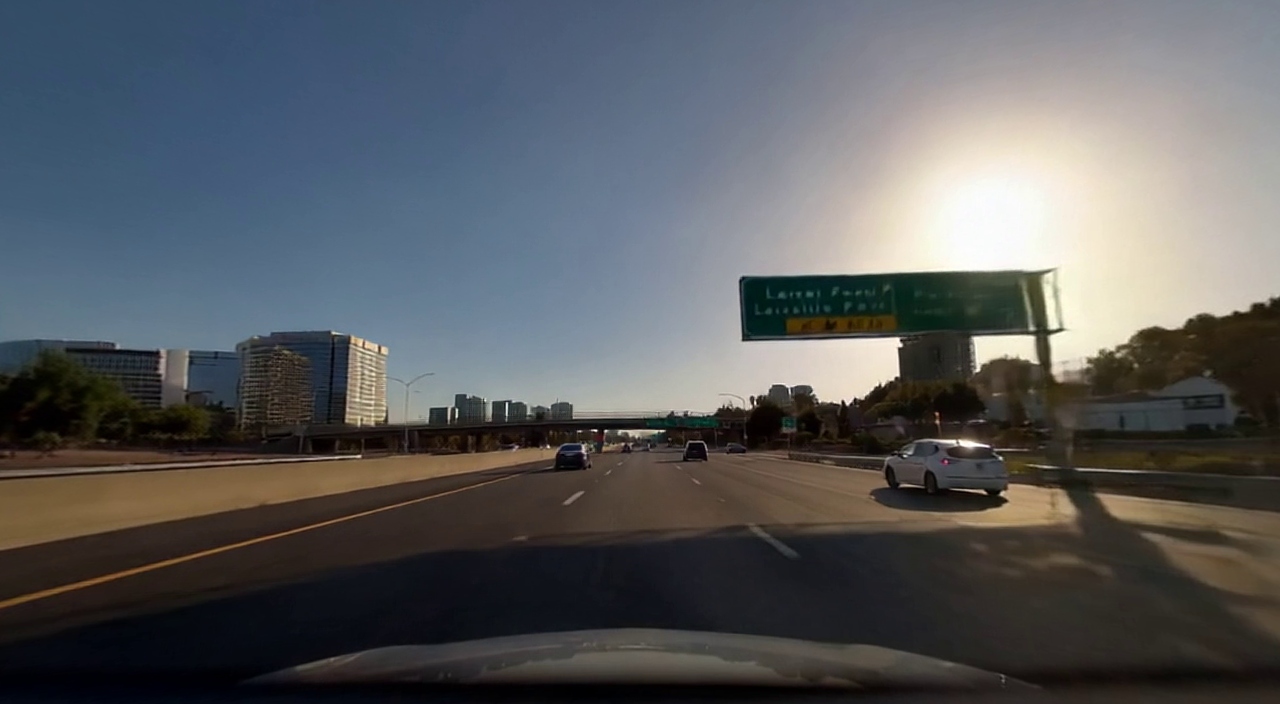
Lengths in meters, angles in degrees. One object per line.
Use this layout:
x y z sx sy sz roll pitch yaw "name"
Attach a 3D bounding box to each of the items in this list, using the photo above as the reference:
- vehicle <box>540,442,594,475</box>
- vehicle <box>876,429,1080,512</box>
-3.616 5.391 31.931 2.055 1.533 4.604 0 -8 2 "vehicle"
7.482 2.663 14.648 2.032 1.601 4.863 0 -9 0 "vehicle"
